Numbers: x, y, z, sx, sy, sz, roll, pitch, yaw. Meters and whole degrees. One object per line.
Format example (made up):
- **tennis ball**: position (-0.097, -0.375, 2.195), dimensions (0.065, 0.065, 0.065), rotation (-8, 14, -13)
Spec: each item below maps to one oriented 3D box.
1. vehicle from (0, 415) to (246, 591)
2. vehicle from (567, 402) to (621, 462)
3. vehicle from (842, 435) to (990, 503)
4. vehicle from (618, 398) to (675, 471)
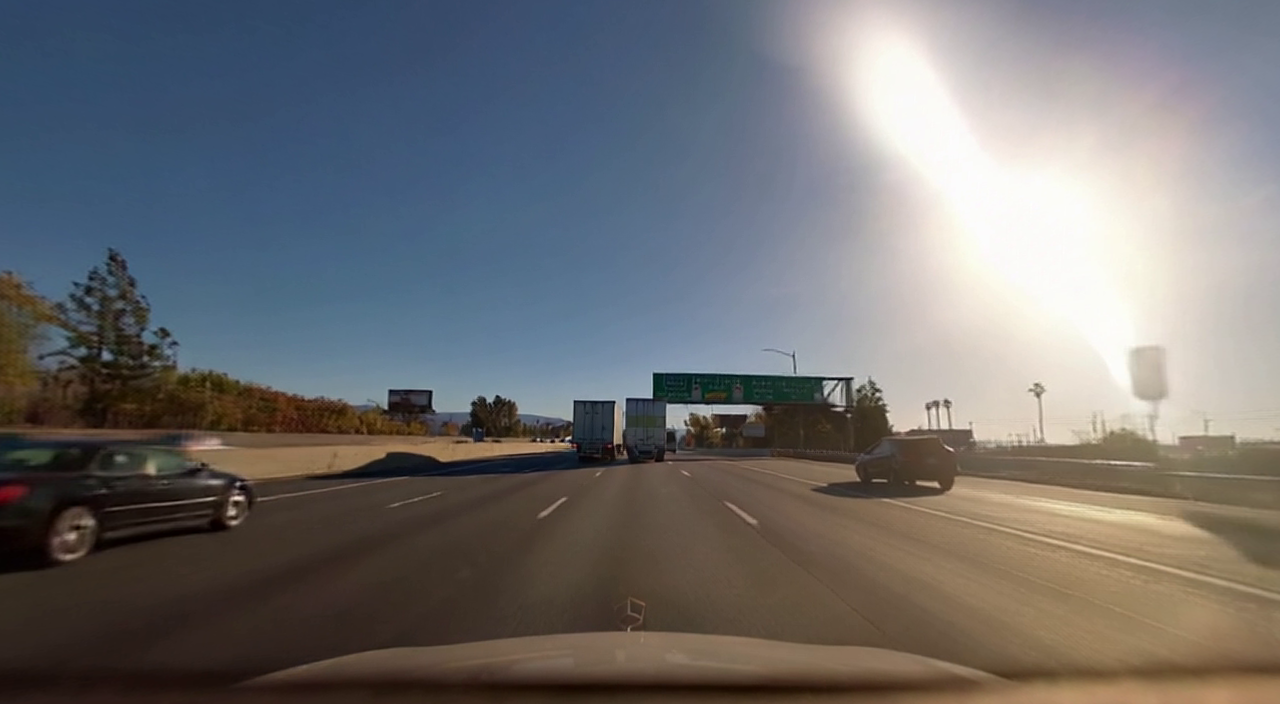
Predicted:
- **vehicle**: position (-6.664, 1.470, 6.621), dimensions (1.992, 1.547, 4.673), rotation (0, -8, 0)
- **vehicle**: position (-3.230, 6.064, 47.439), dimensions (2.962, 3.947, 11.574), rotation (0, -8, 1)
- **vehicle**: position (7.181, 3.045, 17.024), dimensions (1.969, 1.560, 4.394), rotation (0, -8, -1)
- **vehicle**: position (0.311, 4.997, 39.905), dimensions (3.054, 3.944, 11.230), rotation (0, -5, 0)
